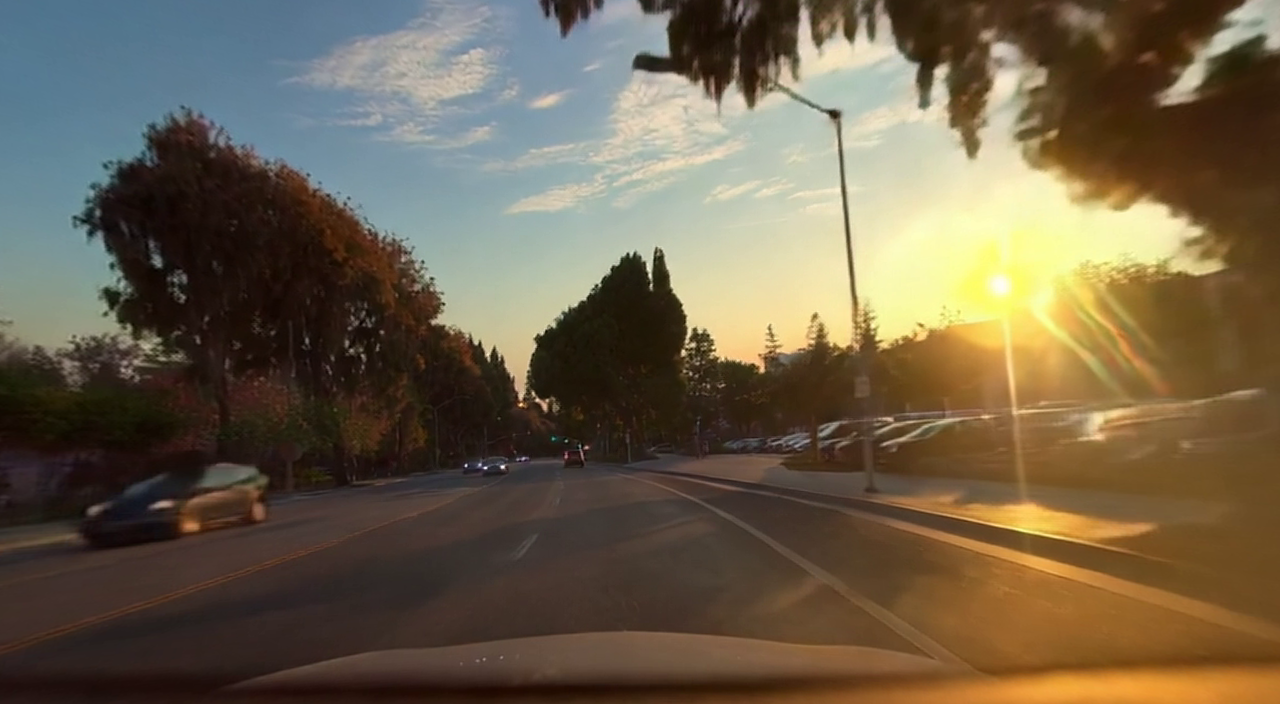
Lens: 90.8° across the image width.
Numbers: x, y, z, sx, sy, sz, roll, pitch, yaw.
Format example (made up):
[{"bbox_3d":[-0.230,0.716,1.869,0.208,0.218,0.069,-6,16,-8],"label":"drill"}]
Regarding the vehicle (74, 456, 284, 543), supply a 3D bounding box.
[{"bbox_3d":[-11.546,3.659,16.403,2.150,1.754,4.667,0,-8,-4],"label":"vehicle"}]
